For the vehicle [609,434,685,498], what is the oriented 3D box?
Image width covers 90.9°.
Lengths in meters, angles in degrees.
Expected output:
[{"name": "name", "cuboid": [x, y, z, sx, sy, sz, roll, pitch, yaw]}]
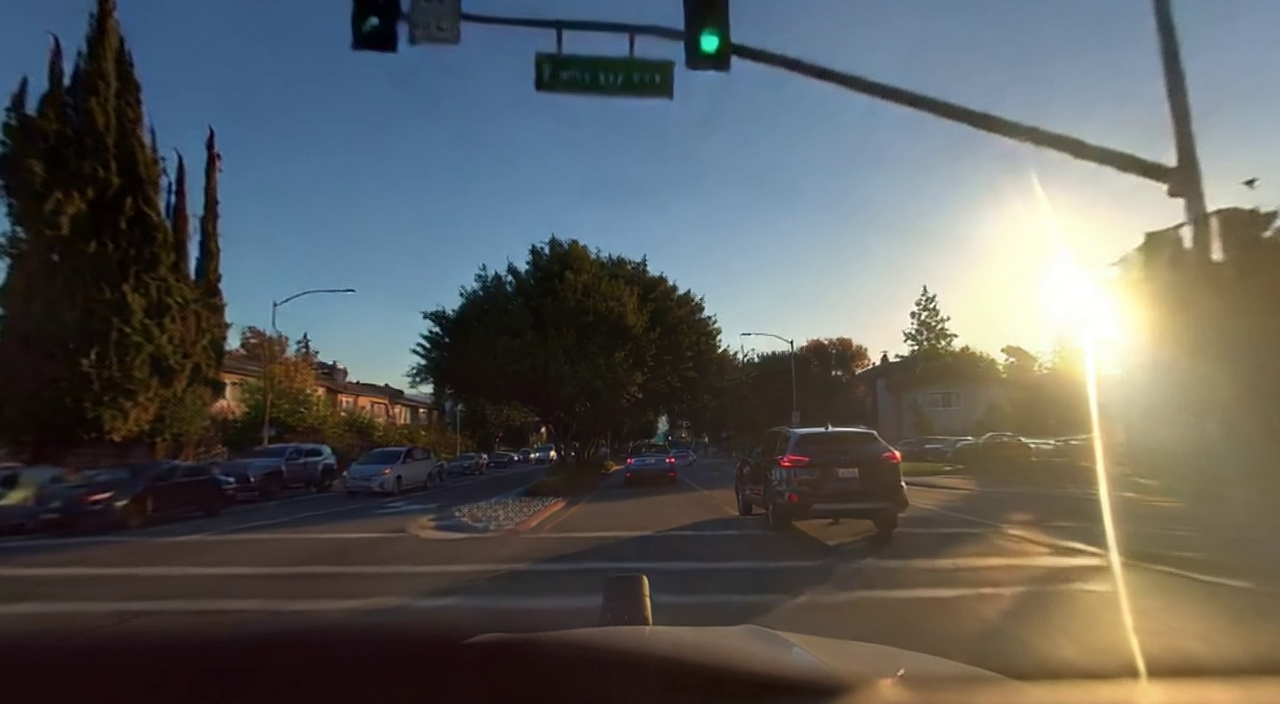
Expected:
[{"name": "vehicle", "cuboid": [0.200, 3.644, 20.577, 2.185, 1.822, 4.391, 0, -8, 0]}]

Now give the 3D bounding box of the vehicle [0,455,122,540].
[{"name": "vehicle", "cuboid": [-12.419, 2.675, 11.578, 1.959, 1.450, 4.487, 0, -8, 0]}]

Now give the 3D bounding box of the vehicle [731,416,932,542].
[{"name": "vehicle", "cuboid": [3.109, 2.166, 11.398, 2.166, 1.799, 4.372, 0, -8, -1]}]

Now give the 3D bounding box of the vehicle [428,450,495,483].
[{"name": "vehicle", "cuboid": [-8.651, 5.565, 30.960, 1.923, 1.433, 4.450, 0, -8, 1]}]

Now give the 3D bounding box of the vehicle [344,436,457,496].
[{"name": "vehicle", "cuboid": [-8.652, 4.141, 23.351, 2.182, 1.939, 4.889, 0, -8, 1]}]

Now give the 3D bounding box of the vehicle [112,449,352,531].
[{"name": "vehicle", "cuboid": [-8.458, 2.861, 13.774, 2.083, 1.420, 4.702, 0, -8, 0]}]

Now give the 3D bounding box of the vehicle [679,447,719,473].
[{"name": "vehicle", "cuboid": [3.695, 6.843, 40.248, 2.096, 1.489, 4.757, 0, -8, 0]}]
